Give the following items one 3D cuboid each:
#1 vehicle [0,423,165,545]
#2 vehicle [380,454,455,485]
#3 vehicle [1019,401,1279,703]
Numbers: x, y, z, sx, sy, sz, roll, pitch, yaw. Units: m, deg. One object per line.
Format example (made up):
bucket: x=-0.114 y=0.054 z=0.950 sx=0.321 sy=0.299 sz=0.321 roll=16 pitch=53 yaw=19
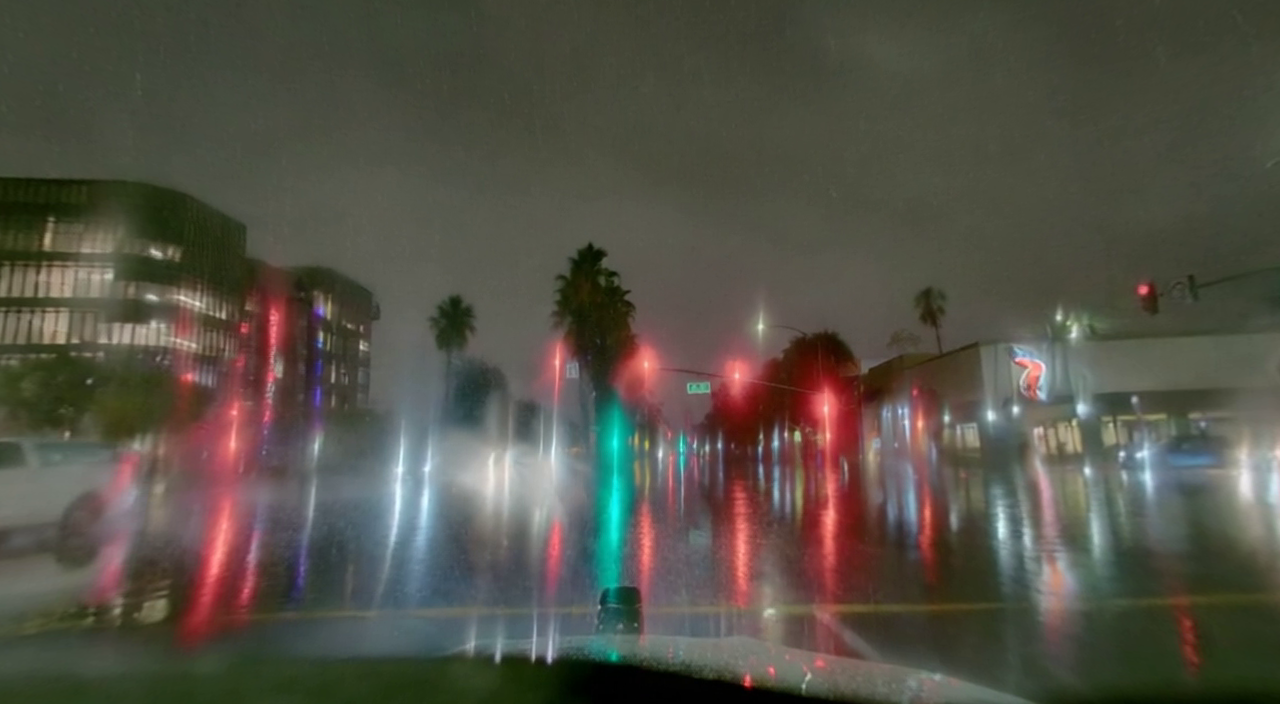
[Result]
vehicle: x=-12.468 y=2.389 z=11.497 sx=2.614 sy=2.104 sz=6.364 roll=-1 pitch=-9 yaw=1
vehicle: x=-11.894 y=6.294 z=34.164 sx=2.145 sy=1.504 sz=4.857 roll=-1 pitch=-9 yaw=2
vehicle: x=3.240 y=0.736 z=1.042 sx=2.106 sy=1.472 sz=4.854 roll=0 pitch=-9 yaw=-2
